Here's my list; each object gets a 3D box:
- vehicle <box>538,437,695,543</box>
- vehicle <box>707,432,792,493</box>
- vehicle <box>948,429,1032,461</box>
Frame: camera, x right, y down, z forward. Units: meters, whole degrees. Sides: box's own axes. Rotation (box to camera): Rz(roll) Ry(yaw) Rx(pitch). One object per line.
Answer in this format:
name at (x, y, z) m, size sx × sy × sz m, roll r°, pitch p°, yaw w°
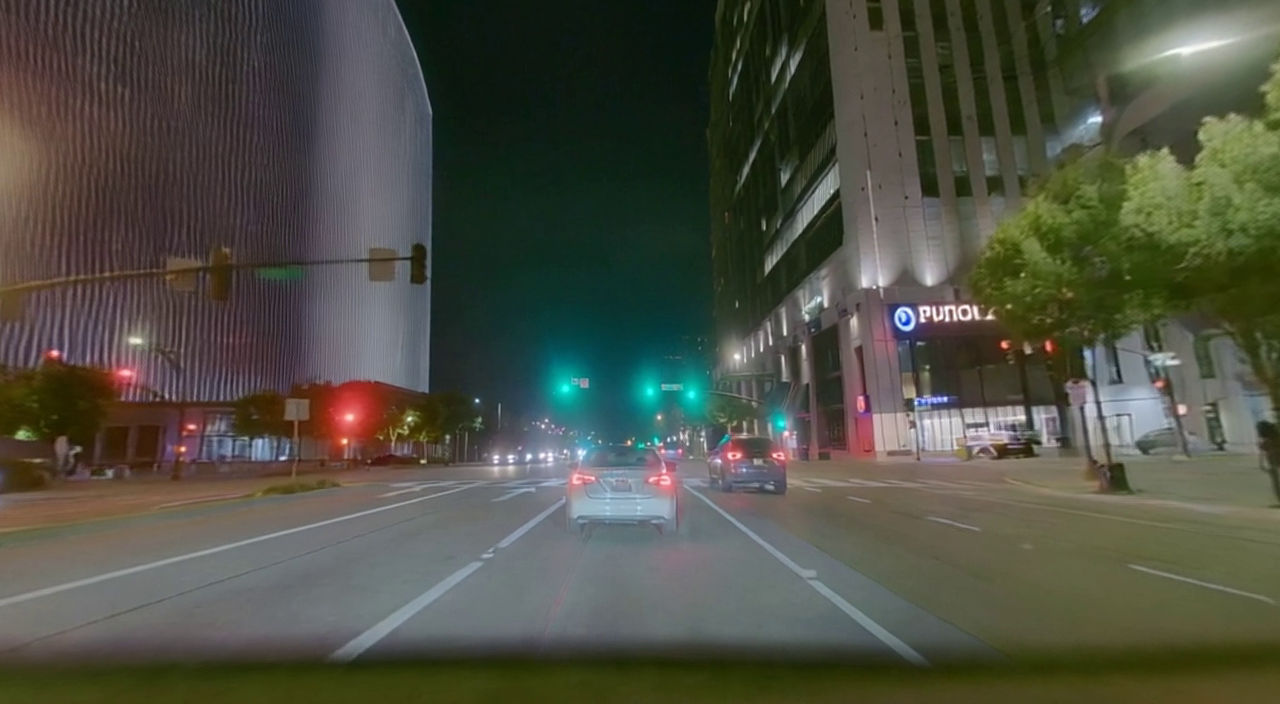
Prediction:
vehicle at (-0.355, 2.167, 10.684) m, size 2.144 × 1.398 × 3.963 m, roll 1°, pitch -7°, yaw -1°
vehicle at (3.512, 3.609, 21.094) m, size 2.078 × 1.799 × 4.089 m, roll 1°, pitch -7°, yaw -1°
vehicle at (24.249, 6.520, 43.934) m, size 4.384 × 2.000 × 2.345 m, roll 1°, pitch -12°, yaw -4°
